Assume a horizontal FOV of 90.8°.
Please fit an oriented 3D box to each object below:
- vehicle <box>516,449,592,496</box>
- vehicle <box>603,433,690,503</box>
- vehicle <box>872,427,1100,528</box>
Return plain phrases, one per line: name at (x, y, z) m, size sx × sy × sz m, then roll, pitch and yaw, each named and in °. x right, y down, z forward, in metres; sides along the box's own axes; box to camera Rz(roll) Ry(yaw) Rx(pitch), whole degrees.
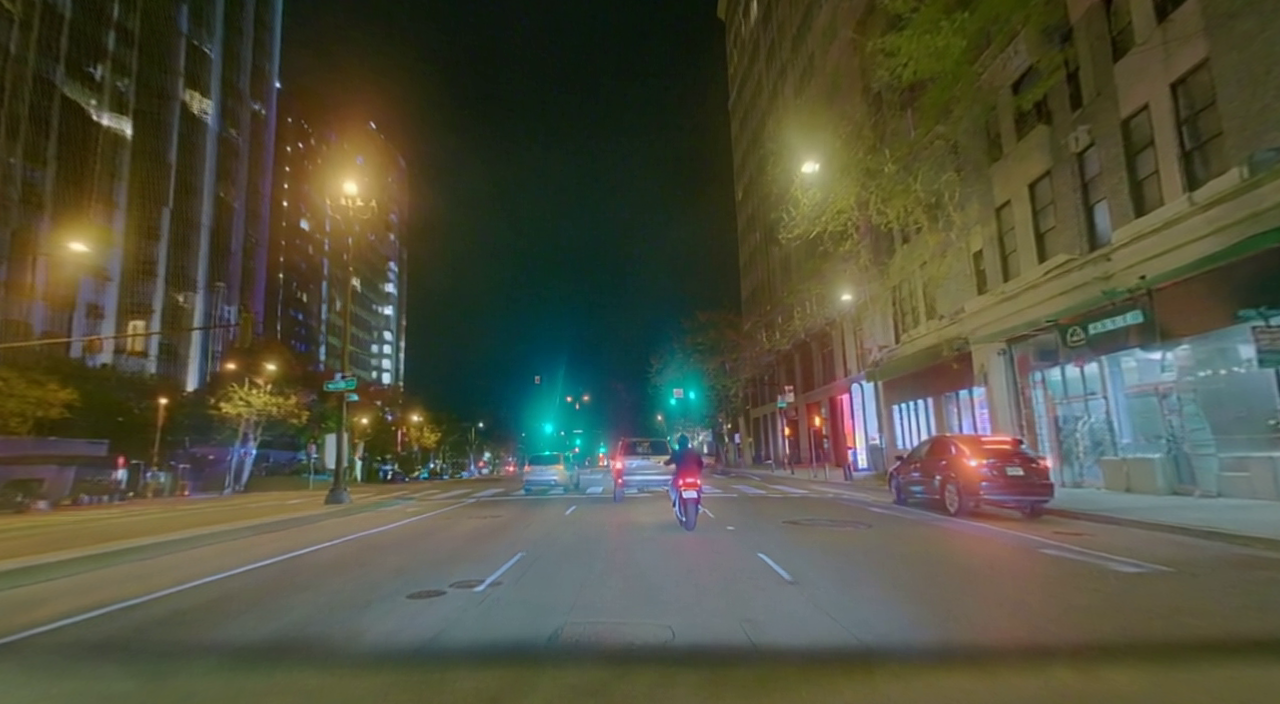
vehicle at (-2.986, 4.287, 22.952) m, size 2.014 × 1.470 × 4.552 m, roll 0°, pitch -8°, yaw 1°
vehicle at (0.170, 3.305, 18.469) m, size 2.223 × 1.775 × 4.250 m, roll 0°, pitch -8°, yaw 0°
vehicle at (7.166, 2.633, 13.918) m, size 2.018 × 1.772 × 4.968 m, roll 0°, pitch -9°, yaw -2°
